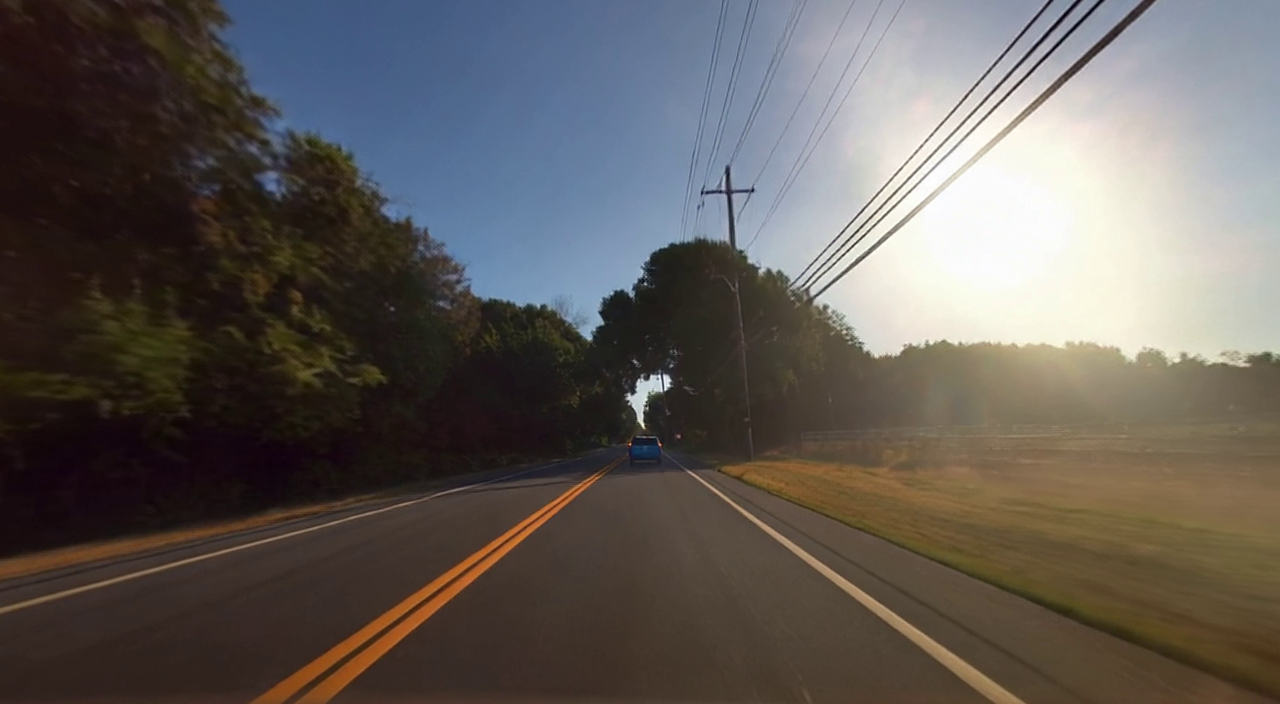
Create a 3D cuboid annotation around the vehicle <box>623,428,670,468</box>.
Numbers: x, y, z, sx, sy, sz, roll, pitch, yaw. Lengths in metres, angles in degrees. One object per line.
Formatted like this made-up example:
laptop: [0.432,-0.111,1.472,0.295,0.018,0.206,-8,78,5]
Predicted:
vehicle: [0.325,5.369,35.420,2.468,2.056,4.422,0,-8,0]
